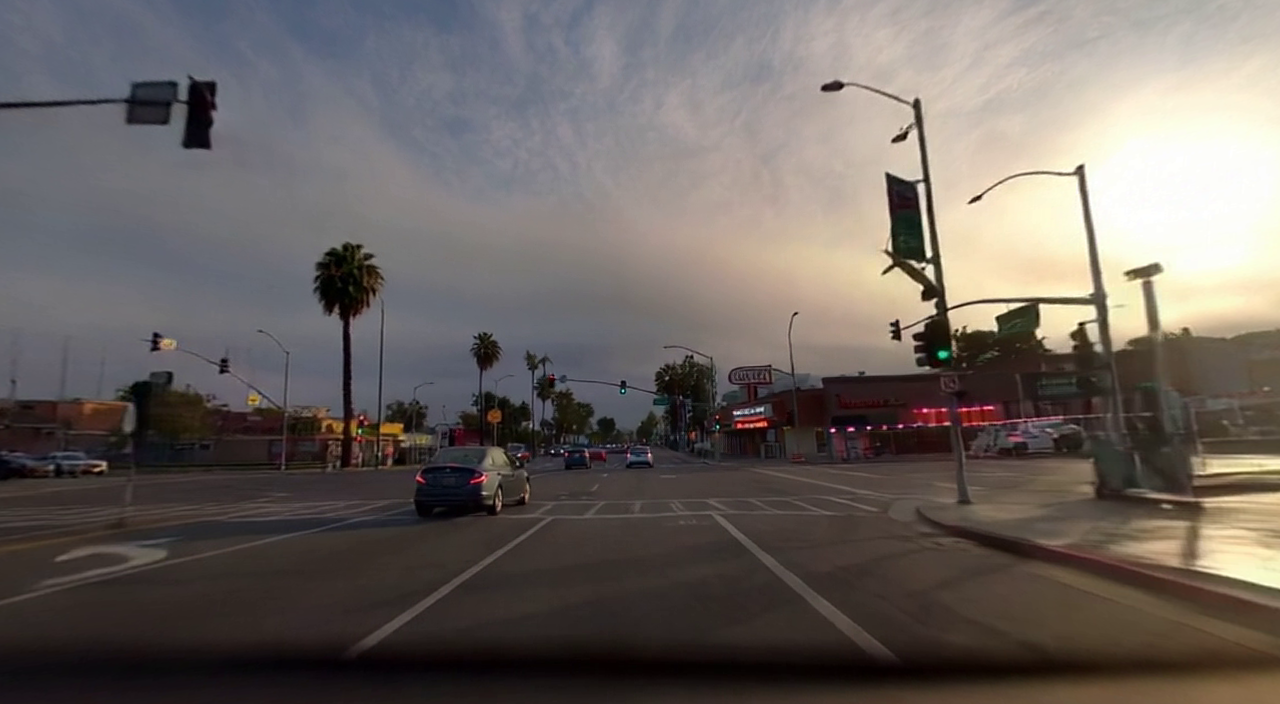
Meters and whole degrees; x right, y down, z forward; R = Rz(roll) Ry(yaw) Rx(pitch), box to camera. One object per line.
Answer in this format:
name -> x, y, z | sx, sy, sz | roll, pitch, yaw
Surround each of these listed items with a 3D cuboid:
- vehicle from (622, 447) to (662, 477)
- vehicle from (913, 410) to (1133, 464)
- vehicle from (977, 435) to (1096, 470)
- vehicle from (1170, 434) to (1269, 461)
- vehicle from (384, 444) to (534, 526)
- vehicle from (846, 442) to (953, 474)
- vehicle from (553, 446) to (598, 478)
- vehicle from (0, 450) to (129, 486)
vehicle -> 0.101, 6.082, 34.908 | 2.094, 1.496, 4.070 | 0, -8, 0
vehicle -> 25.953, 5.843, 42.954 | 13.025, 3.480, 3.091 | 0, -9, -2
vehicle -> 20.400, 5.172, 32.456 | 4.699, 1.716, 2.108 | 0, -8, -1
vehicle -> 39.613, 6.521, 42.999 | 4.780, 1.784, 2.092 | 0, -8, -4
vehicle -> -3.775, 2.837, 14.031 | 1.904, 1.513, 4.410 | -1, -8, 2
vehicle -> 13.238, 5.428, 32.262 | 4.532, 1.504, 2.087 | 0, -8, 0
vehicle -> -3.477, 5.993, 34.476 | 1.979, 1.634, 3.957 | 0, -8, 2
vehicle -> -28.916, 5.800, 31.397 | 4.945, 1.582, 1.938 | -2, -10, -2
